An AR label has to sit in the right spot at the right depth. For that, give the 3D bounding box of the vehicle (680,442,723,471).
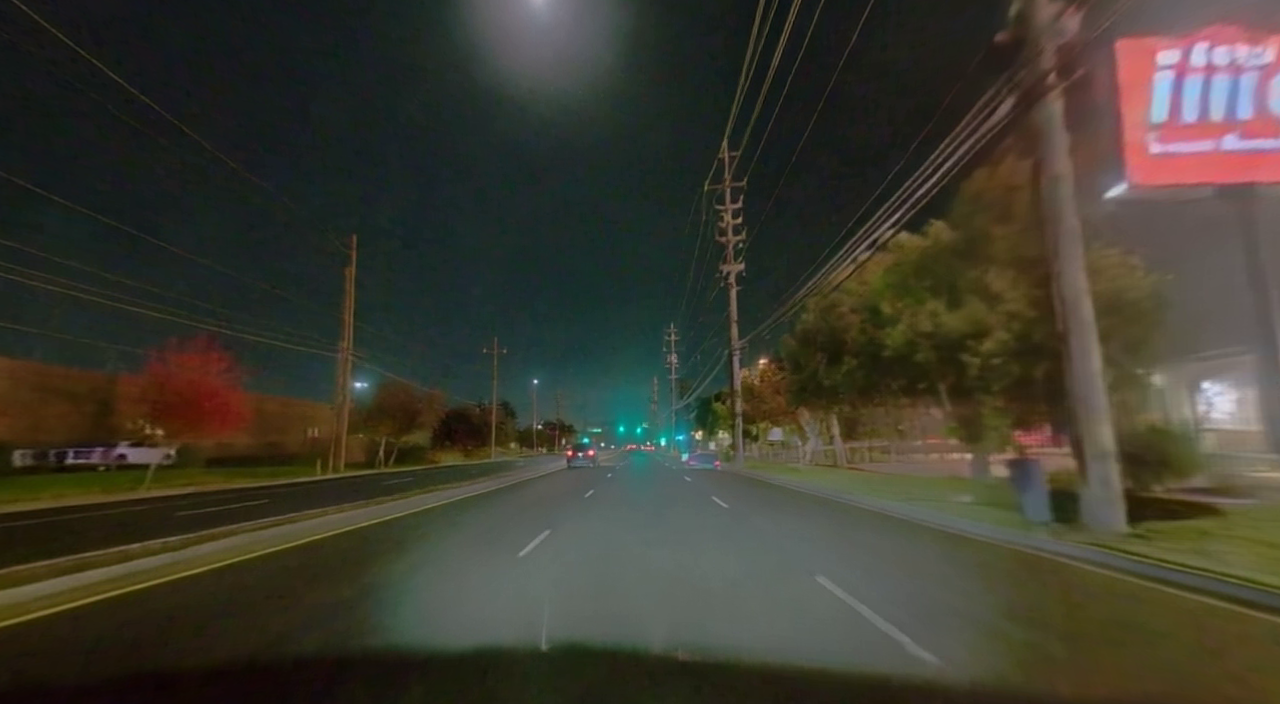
[{"bbox_3d":[3.323,5.725,34.662,1.978,1.455,4.195,1,-9,1],"label":"vehicle"}]

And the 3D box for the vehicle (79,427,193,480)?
[{"bbox_3d":[-28.200,5.687,35.634,2.230,2.687,5.908,1,-8,-9],"label":"vehicle"}]

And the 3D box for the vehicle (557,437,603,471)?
[{"bbox_3d":[-3.089,5.403,33.408,2.047,1.664,4.148,0,-9,0],"label":"vehicle"}]
